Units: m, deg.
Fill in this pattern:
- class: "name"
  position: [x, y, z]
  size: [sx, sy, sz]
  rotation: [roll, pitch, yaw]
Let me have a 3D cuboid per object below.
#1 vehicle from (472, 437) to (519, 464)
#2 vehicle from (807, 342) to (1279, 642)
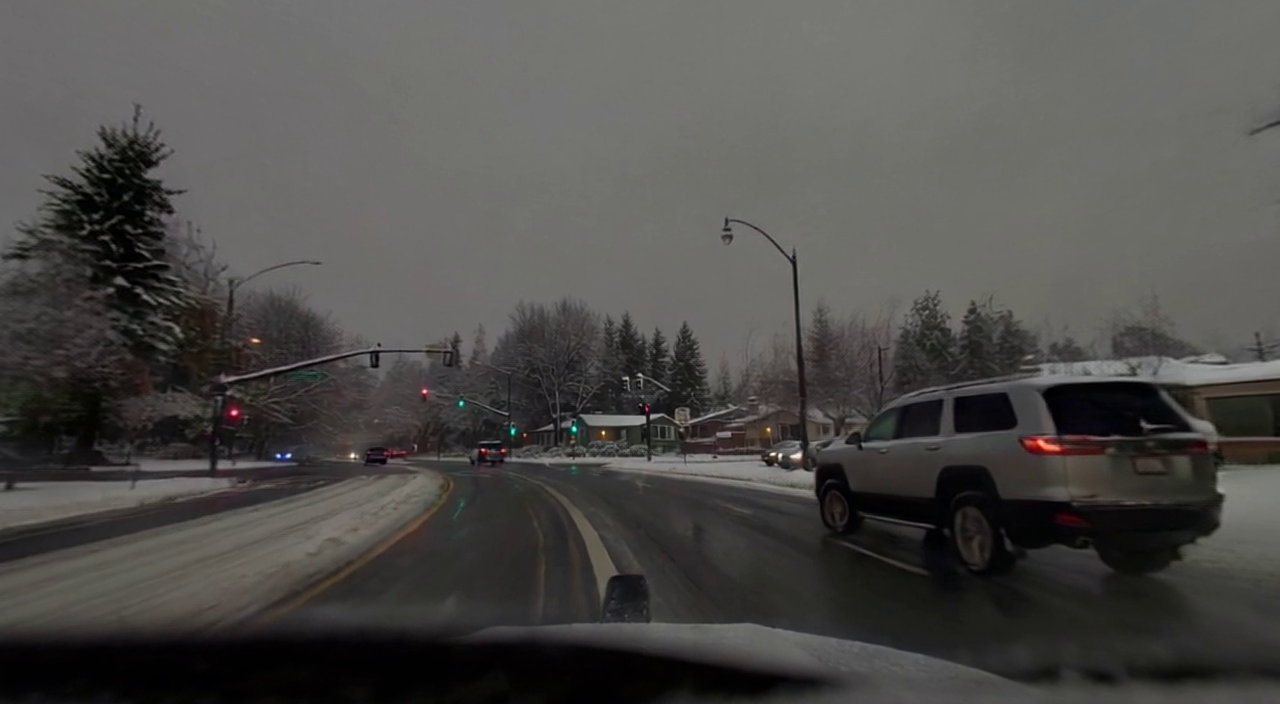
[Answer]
- class: "vehicle"
  position: [-9.929, 6.738, 43.045]
  size: [2.138, 1.729, 4.178]
  rotation: [4, -9, -26]
- class: "vehicle"
  position: [4.164, 1.372, 7.315]
  size: [2.338, 2.063, 5.592]
  rotation: [1, -9, -7]
